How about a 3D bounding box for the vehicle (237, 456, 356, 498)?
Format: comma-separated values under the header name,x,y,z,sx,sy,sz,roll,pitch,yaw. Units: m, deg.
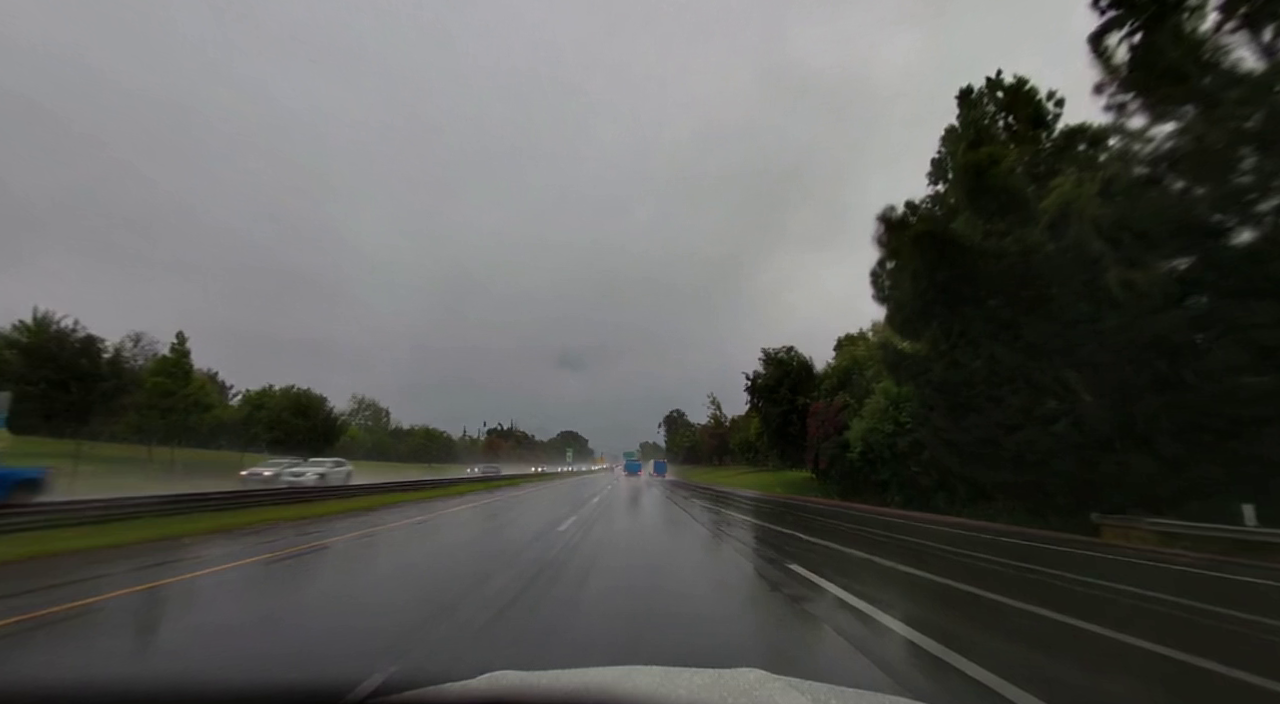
name,x,y,z,sx,sy,sz,roll,pitch,yaw
vehicle,-12.944,4.770,24.131,1.993,1.406,4.473,1,-10,0
